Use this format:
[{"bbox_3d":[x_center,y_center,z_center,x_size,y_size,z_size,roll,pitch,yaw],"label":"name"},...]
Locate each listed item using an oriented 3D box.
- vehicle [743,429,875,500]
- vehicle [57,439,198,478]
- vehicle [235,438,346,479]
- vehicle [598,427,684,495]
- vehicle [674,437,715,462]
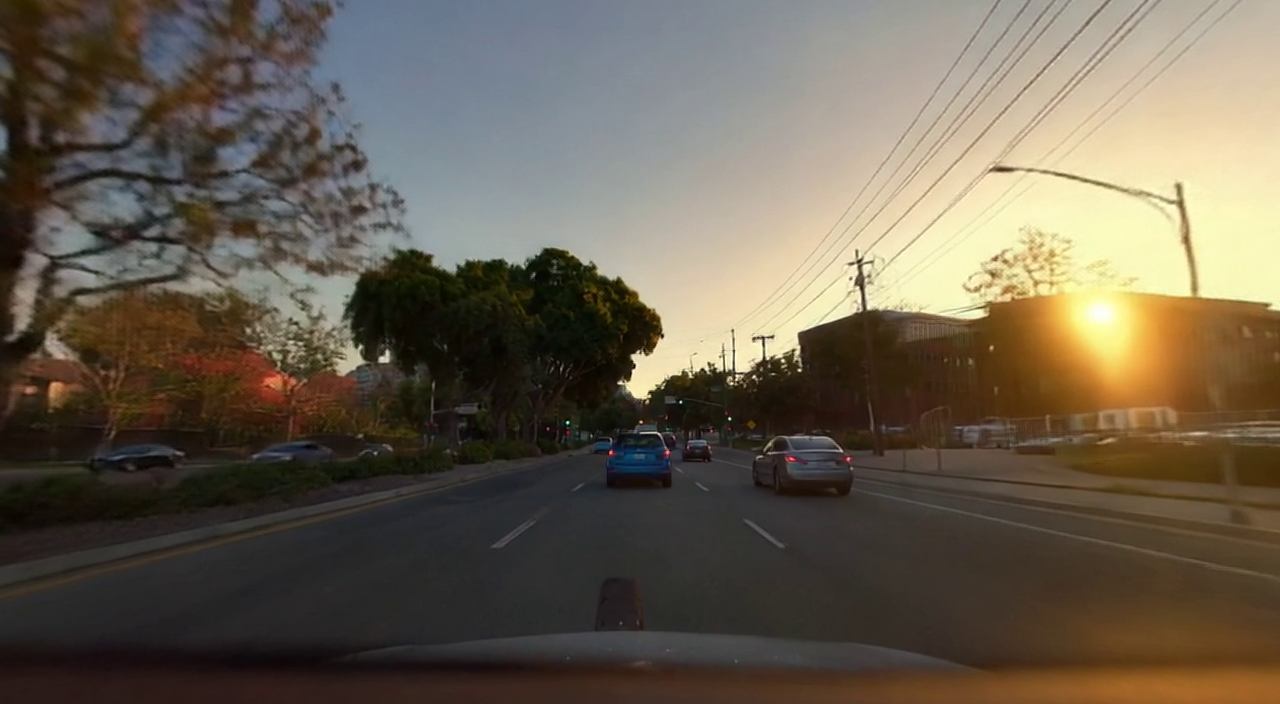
[{"bbox_3d":[4.069,2.782,16.075,2.086,1.534,4.351,0,-8,-1],"label":"vehicle"},{"bbox_3d":[-21.610,4.483,26.947,2.026,1.496,4.680,0,-8,1],"label":"vehicle"},{"bbox_3d":[-13.837,4.210,25.375,2.031,1.490,4.284,0,-8,0],"label":"vehicle"},{"bbox_3d":[-0.015,2.900,17.153,2.073,1.606,3.933,0,-8,-1],"label":"vehicle"},{"bbox_3d":[3.368,6.157,39.924,2.054,1.461,4.321,0,-8,-2],"label":"vehicle"}]
